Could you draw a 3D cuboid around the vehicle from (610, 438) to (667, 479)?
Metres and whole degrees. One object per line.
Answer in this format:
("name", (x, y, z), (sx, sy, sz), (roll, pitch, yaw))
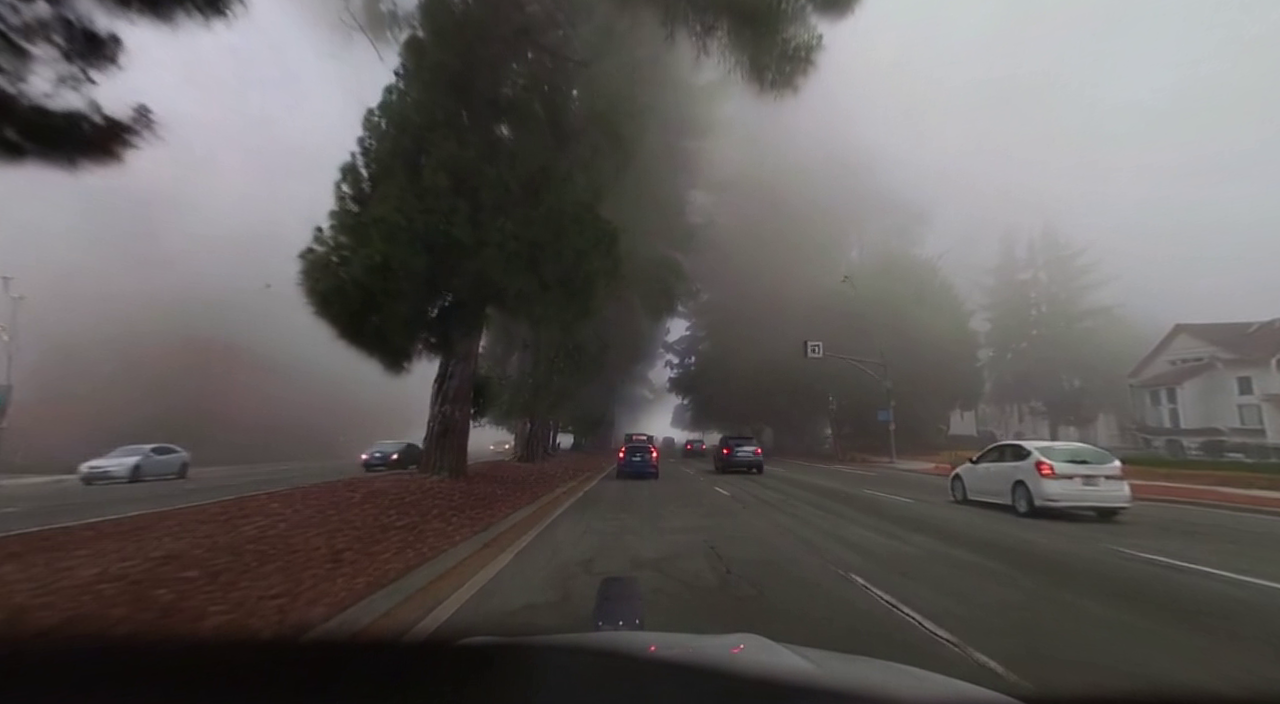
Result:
("vehicle", (-0.064, 3.997, 23.922), (1.988, 1.418, 4.214), (0, -9, 0))

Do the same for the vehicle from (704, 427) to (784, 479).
("vehicle", (3.960, 3.957, 24.932), (2.209, 1.813, 4.724), (0, -9, -2))

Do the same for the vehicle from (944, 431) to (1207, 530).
("vehicle", (7.707, 2.286, 11.814), (1.949, 1.492, 4.103), (0, -9, 0))

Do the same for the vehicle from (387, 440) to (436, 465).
("vehicle", (-15.823, 6.956, 43.877), (1.889, 1.622, 3.975), (0, -9, 0))

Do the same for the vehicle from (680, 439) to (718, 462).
("vehicle", (3.963, 6.688, 43.097), (2.064, 1.474, 4.389), (0, -9, -1))

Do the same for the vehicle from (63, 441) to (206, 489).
("vehicle", (-19.691, 4.405, 24.944), (1.923, 1.703, 4.469), (0, -9, 0))
